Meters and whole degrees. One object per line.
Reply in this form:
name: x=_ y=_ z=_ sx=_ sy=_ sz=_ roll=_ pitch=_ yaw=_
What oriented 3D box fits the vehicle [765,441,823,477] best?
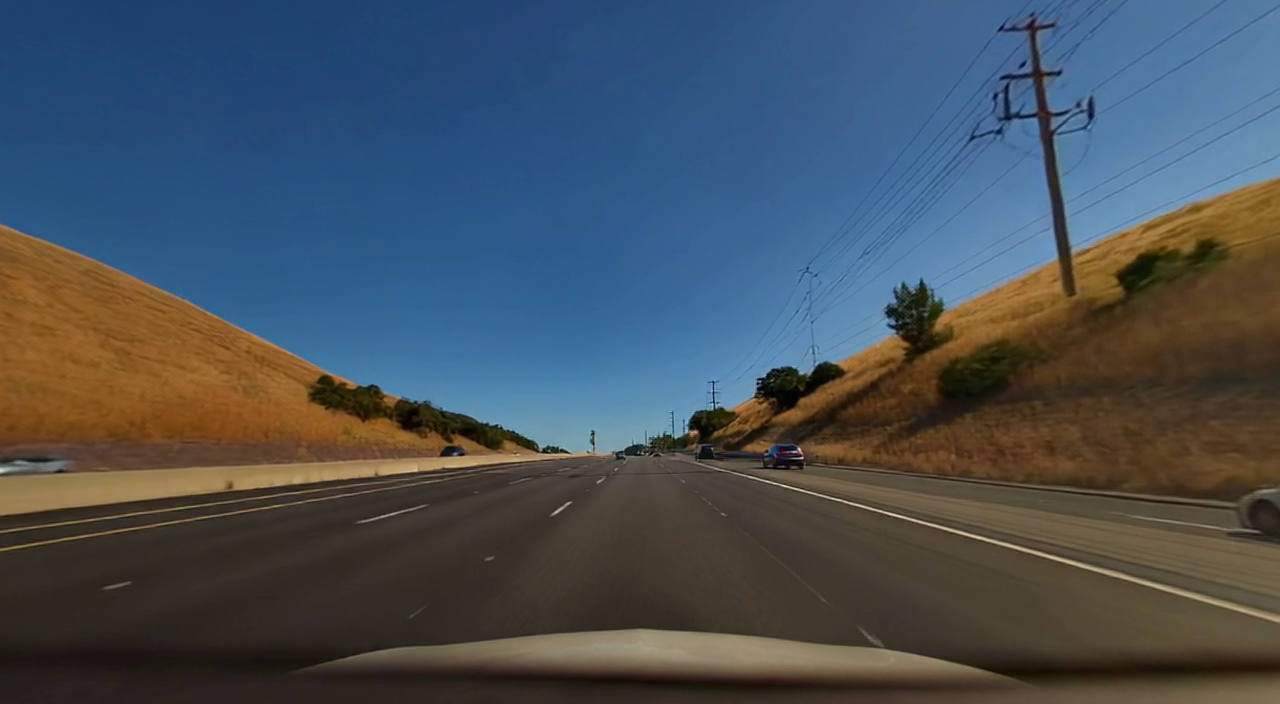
vehicle: x=8.543 y=5.964 z=35.317 sx=2.108 sy=1.870 sz=4.435 roll=0 pitch=-9 yaw=-1

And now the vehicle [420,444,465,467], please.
vehicle: x=-14.648 y=7.681 z=46.970 sx=1.871 sy=1.589 sz=4.446 roll=0 pitch=-9 yaw=1
